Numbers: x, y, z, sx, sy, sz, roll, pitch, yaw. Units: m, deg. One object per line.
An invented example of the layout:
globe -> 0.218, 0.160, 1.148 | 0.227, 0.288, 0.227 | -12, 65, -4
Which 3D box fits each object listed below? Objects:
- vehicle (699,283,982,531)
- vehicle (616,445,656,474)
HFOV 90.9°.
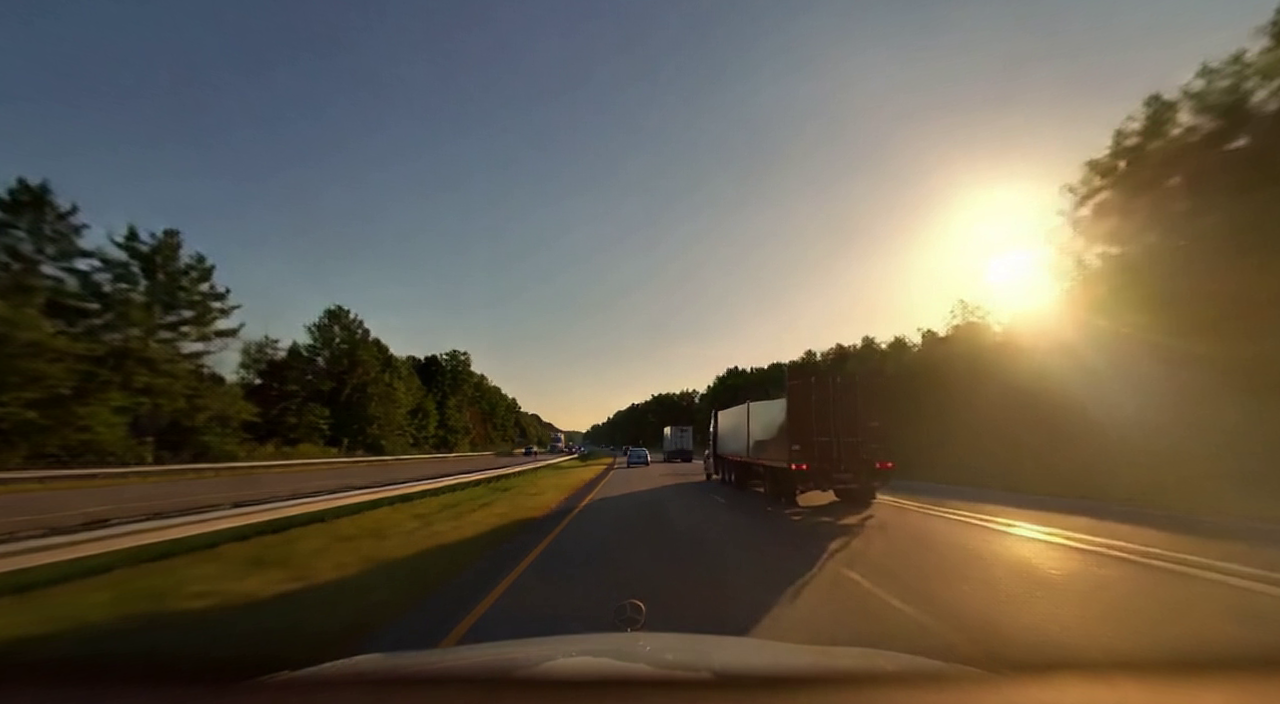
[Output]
vehicle -> 3.916, 1.973, 17.551 | 2.883, 4.057, 14.579 | 0, -9, -1
vehicle -> -0.251, 5.962, 35.138 | 2.051, 1.513, 4.511 | 0, -9, -1
